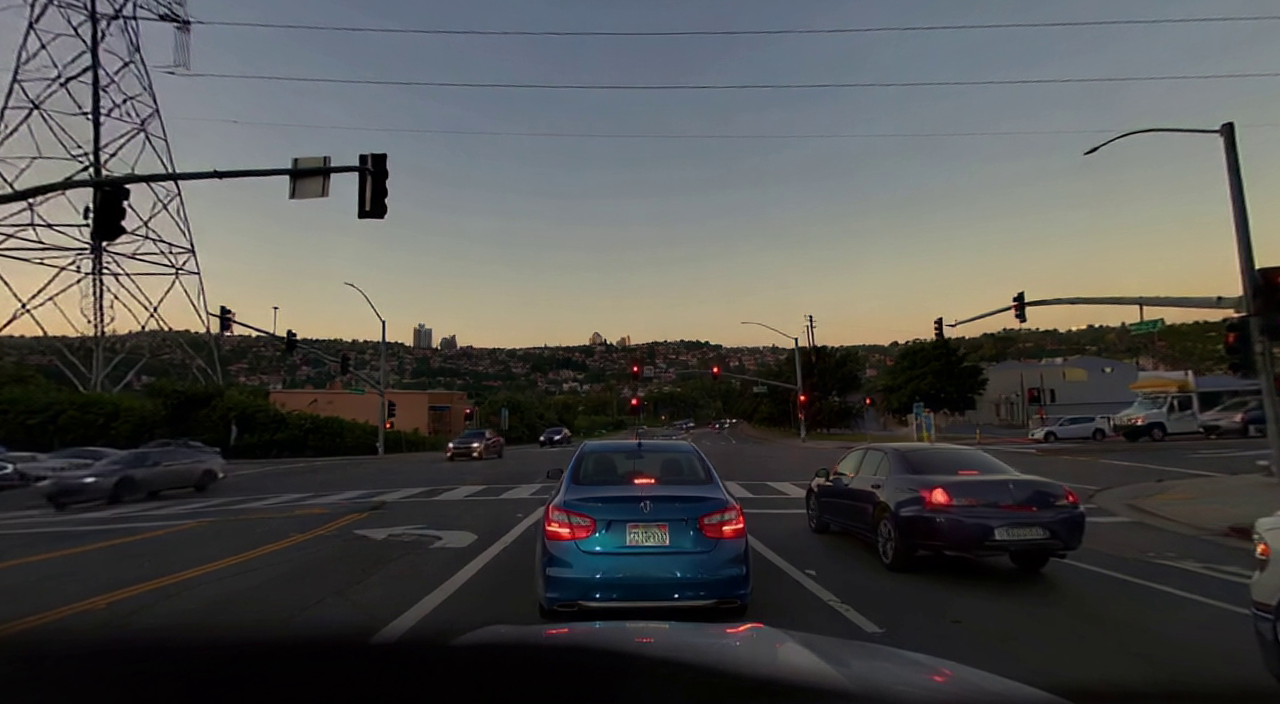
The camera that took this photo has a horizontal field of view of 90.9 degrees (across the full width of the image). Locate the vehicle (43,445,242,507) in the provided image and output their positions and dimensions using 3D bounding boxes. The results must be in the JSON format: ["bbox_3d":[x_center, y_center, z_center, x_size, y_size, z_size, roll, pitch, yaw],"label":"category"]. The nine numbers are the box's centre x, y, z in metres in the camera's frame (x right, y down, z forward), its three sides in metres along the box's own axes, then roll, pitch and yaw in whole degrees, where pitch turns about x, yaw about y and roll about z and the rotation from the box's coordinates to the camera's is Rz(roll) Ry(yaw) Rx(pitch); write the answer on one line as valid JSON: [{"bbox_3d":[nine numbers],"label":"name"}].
[{"bbox_3d":[-13.633,3.374,17.715,1.907,1.487,4.392,0,-8,1],"label":"vehicle"}]

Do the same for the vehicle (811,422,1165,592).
[{"bbox_3d":[3.658,1.681,7.717,1.835,1.473,4.190,0,-8,-2],"label":"vehicle"}]

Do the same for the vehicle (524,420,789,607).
[{"bbox_3d":[0.117,1.594,7.123,2.117,1.474,4.036,0,-8,0],"label":"vehicle"}]

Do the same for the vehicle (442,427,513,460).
[{"bbox_3d":[-9.354,5.362,36.875,2.269,1.716,5.700,-1,-8,4],"label":"vehicle"}]
